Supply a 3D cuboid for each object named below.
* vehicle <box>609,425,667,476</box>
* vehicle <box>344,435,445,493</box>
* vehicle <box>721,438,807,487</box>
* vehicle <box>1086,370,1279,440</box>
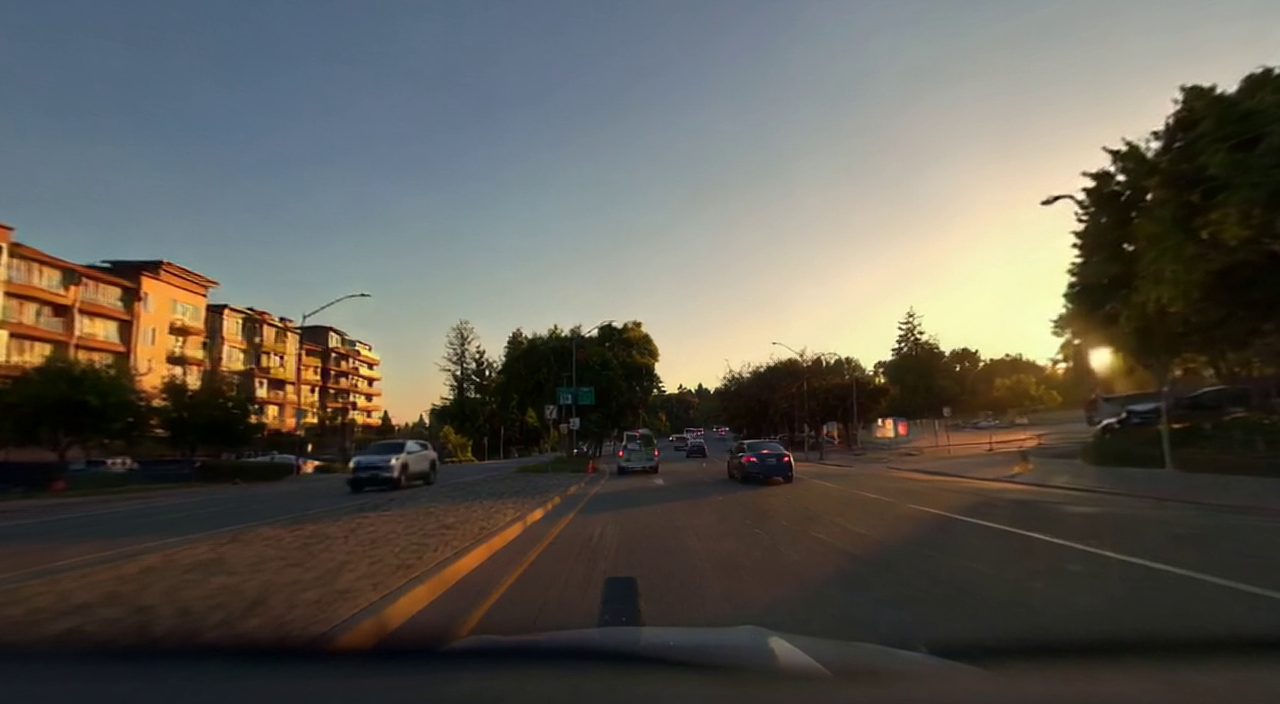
[{"bbox_3d":[-0.198,4.480,28.866,2.396,2.143,4.824,0,-8,-3],"label":"vehicle"},{"bbox_3d":[-8.700,3.986,22.831,1.873,1.894,4.186,0,-8,1],"label":"vehicle"},{"bbox_3d":[4.086,3.722,21.552,2.075,1.486,4.316,0,-8,0],"label":"vehicle"},{"bbox_3d":[38.890,3.889,45.018,10.985,3.740,2.994,-6,-9,5],"label":"vehicle"}]
